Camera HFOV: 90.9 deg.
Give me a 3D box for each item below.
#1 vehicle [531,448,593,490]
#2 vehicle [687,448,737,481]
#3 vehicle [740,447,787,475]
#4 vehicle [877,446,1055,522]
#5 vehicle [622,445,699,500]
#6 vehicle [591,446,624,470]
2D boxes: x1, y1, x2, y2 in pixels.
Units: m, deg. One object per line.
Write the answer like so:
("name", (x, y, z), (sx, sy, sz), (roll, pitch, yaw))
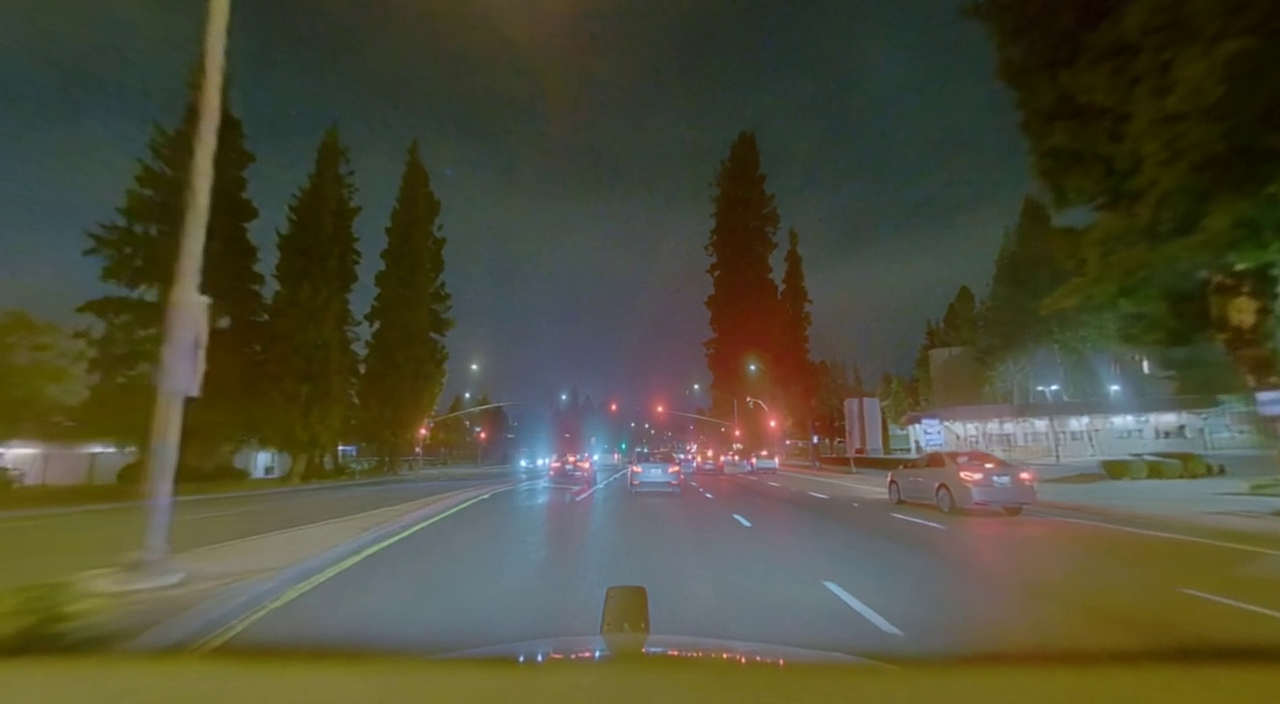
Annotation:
("vehicle", (-2.875, 4.431, 24.210), (1.938, 1.472, 4.399), (0, -9, -2))
("vehicle", (3.518, 5.602, 31.618), (1.988, 1.528, 4.144), (0, -9, -1))
("vehicle", (7.746, 6.878, 39.962), (2.044, 1.701, 4.397), (0, -9, 0))
("vehicle", (7.471, 3.034, 15.062), (1.892, 1.515, 4.400), (0, -9, 0))
("vehicle", (0.601, 3.612, 19.222), (2.096, 1.473, 3.893), (0, -9, 1))
("vehicle", (-2.416, 8.020, 47.931), (2.219, 1.699, 4.090), (0, -9, 1))
